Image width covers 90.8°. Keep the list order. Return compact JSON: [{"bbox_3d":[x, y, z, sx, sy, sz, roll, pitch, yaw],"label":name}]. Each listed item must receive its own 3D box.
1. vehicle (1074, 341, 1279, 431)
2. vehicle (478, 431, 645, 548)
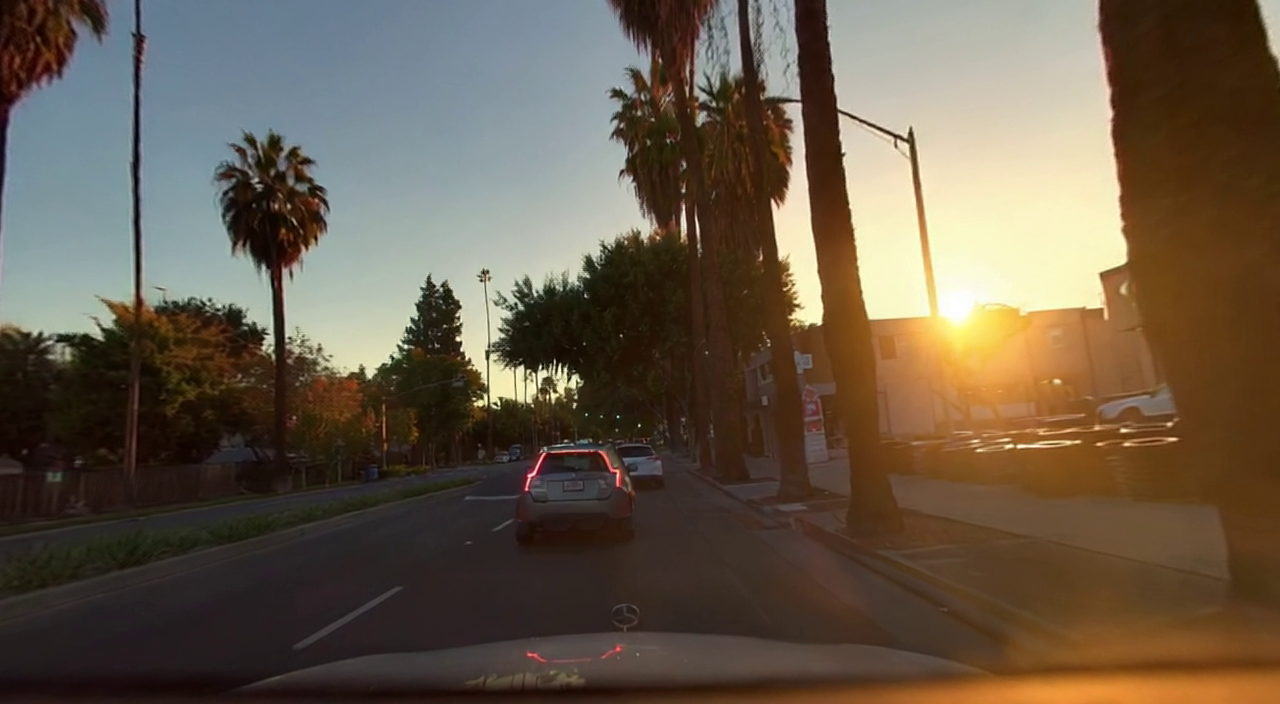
[{"bbox_3d":[13.347,0.988,15.543,1.854,1.693,4.798,-1,-9,0],"label":"vehicle"},{"bbox_3d":[-1.065,2.090,10.316,2.169,1.495,4.048,0,-8,-1],"label":"vehicle"}]
